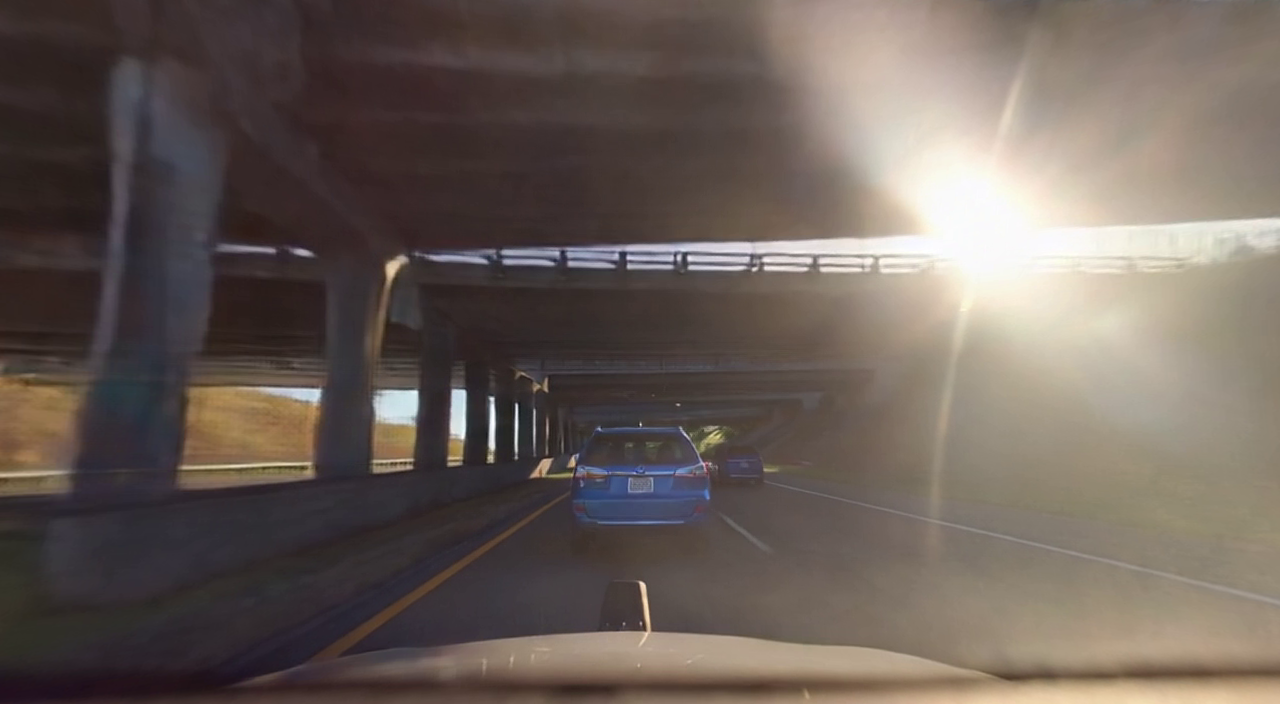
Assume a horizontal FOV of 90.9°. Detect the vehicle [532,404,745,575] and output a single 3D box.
[{"bbox_3d":[-0.010,1.806,8.923,2.288,1.823,4.059,0,-9,0],"label":"vehicle"}]
